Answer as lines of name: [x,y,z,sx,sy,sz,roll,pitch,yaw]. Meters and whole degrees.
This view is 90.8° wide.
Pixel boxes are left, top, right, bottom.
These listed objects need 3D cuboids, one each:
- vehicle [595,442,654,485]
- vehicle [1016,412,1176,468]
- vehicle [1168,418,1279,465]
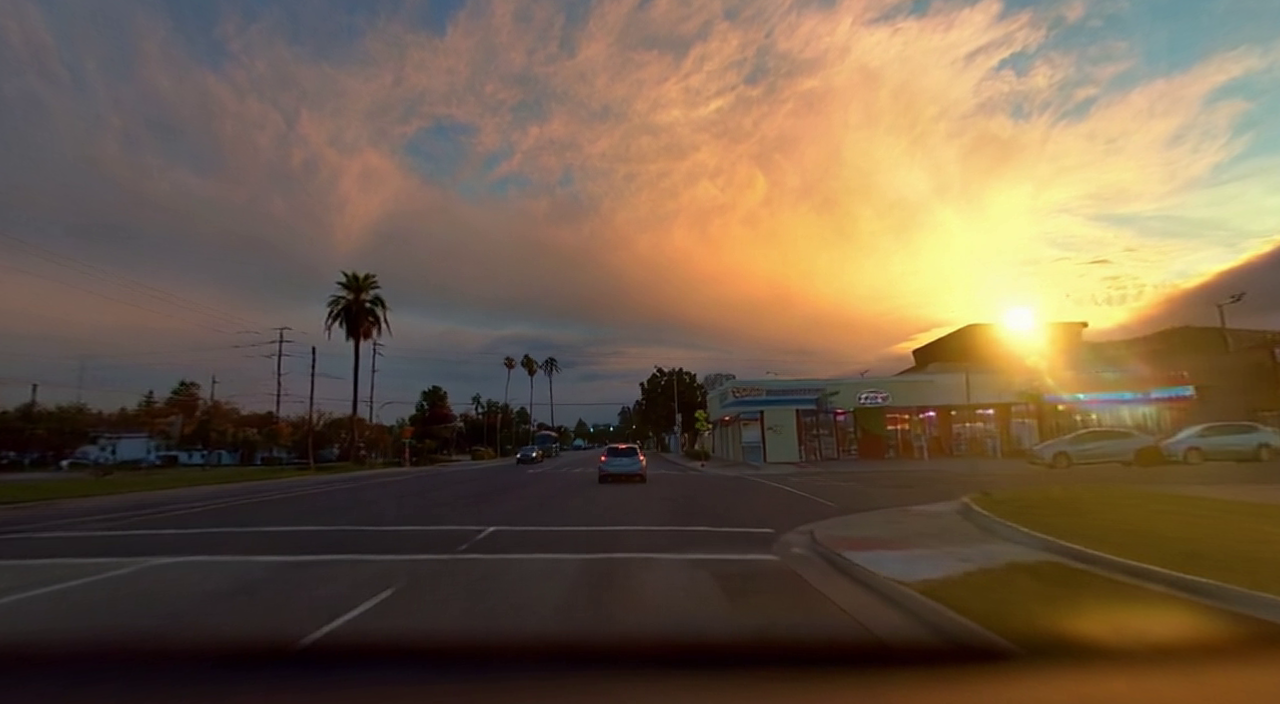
vehicle: [-0.568,4.215,24.189,2.076,1.486,4.119,0,-9,-1]
vehicle: [18.565,3.634,25.934,4.747,2.178,2.336,1,-9,-3]
vehicle: [24.699,3.709,26.129,4.025,1.827,1.852,0,-9,-2]
